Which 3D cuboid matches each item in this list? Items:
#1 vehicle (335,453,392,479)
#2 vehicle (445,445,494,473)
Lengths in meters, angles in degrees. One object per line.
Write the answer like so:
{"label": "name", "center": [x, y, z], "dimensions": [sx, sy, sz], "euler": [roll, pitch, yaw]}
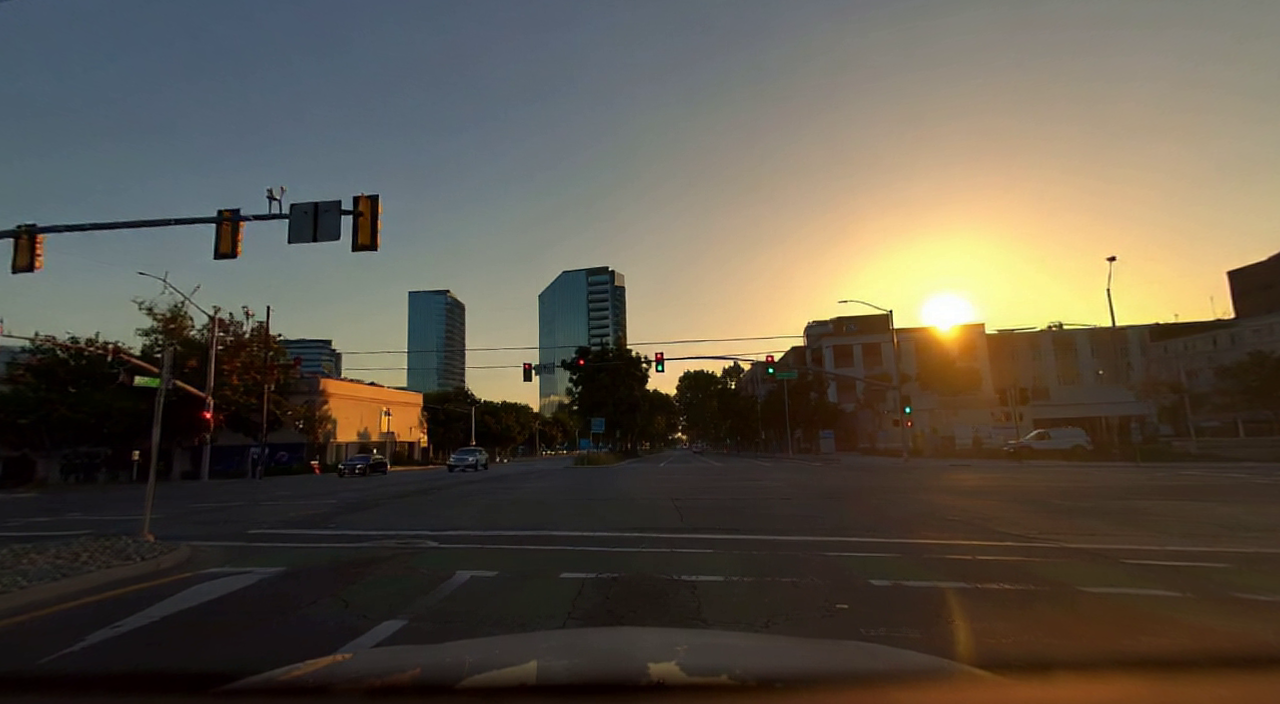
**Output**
{"label": "vehicle", "center": [-18.858, 7.752, 43.255], "dimensions": [1.933, 1.664, 4.255], "euler": [0, -9, 1]}
{"label": "vehicle", "center": [-12.162, 7.665, 45.432], "dimensions": [2.151, 1.847, 4.634], "euler": [0, -9, 0]}
